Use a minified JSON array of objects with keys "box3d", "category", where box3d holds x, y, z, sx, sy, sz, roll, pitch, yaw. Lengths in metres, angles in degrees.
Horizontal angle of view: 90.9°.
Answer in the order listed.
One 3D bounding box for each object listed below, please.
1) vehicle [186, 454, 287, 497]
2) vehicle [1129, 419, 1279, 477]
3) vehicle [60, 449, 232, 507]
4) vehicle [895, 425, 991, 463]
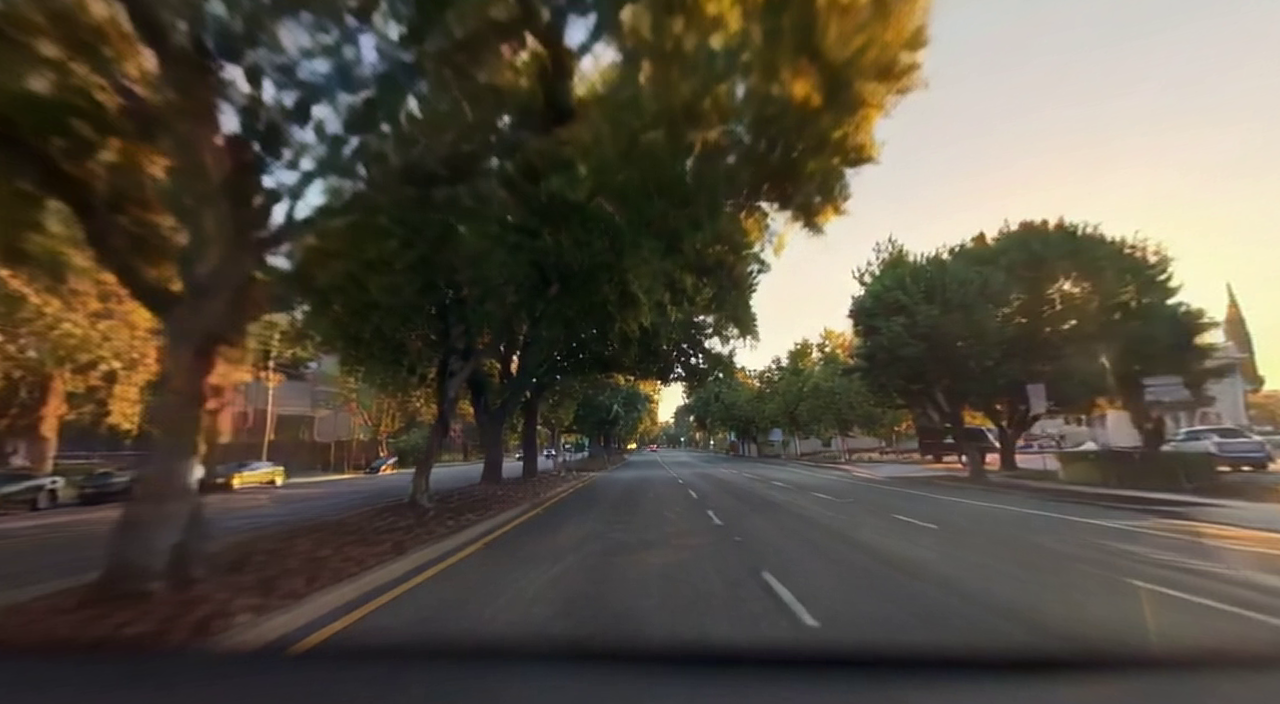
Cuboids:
[{"box3d":[-18.106,5.524,28.518,1.808,1.488,4.202,-2,-6,0],"category":"vehicle"},{"box3d":[22.113,3.589,23.673,5.532,2.065,2.166,0,-8,1],"category":"vehicle"},{"box3d":[-17.868,4.525,23.265,1.941,1.848,5.279,0,-8,2],"category":"vehicle"},{"box3d":[21.875,6.695,45.768,5.506,2.643,2.681,0,-8,3],"category":"vehicle"}]
